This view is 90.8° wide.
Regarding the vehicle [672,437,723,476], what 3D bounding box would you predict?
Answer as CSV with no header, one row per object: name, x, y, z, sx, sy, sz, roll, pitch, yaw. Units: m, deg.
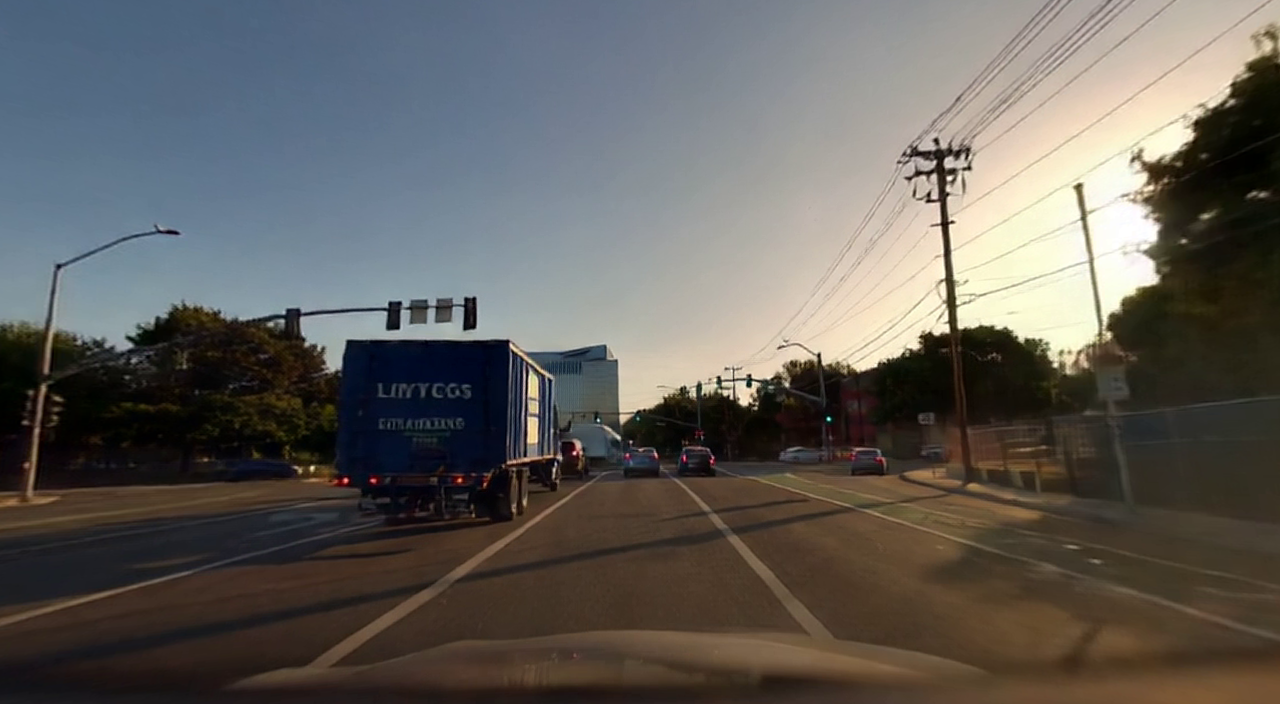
vehicle,2.884,5.378,32.636,2.086,1.849,4.607,0,-9,-1

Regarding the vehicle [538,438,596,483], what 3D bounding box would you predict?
vehicle,-3.167,4.783,28.192,1.994,1.806,4.564,0,-9,1

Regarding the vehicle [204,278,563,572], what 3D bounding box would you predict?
vehicle,-3.380,1.411,11.361,2.889,3.347,8.285,0,-9,0

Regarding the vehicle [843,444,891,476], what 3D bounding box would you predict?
vehicle,13.084,6.147,36.213,2.102,1.662,4.533,-4,-10,25

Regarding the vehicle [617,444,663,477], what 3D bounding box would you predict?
vehicle,-0.025,5.345,31.215,2.117,1.499,4.036,0,-9,-1
